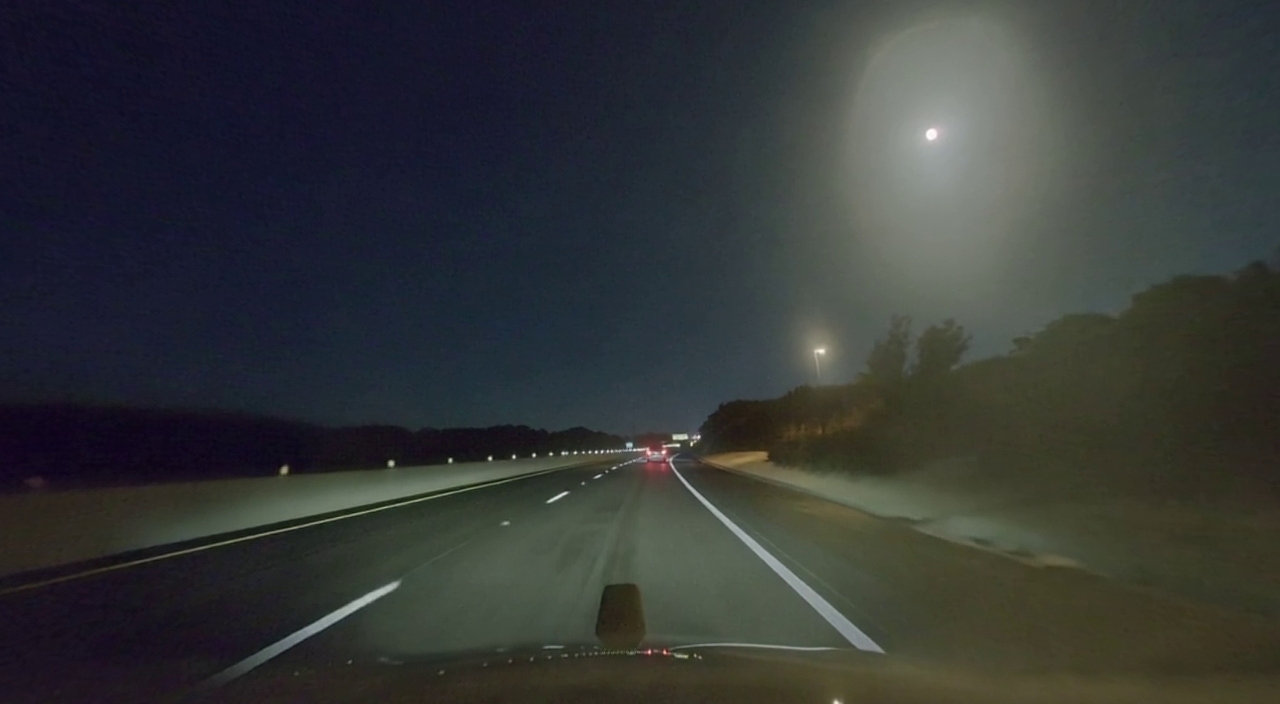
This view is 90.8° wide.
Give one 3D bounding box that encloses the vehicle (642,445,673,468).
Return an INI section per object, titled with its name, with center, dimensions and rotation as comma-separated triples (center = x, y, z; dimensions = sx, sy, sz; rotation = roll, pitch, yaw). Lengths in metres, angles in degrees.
[vehicle]
center = 1.309, 7.789, 47.037
dimensions = 2.221, 1.603, 4.149
rotation = 0, -9, 2
